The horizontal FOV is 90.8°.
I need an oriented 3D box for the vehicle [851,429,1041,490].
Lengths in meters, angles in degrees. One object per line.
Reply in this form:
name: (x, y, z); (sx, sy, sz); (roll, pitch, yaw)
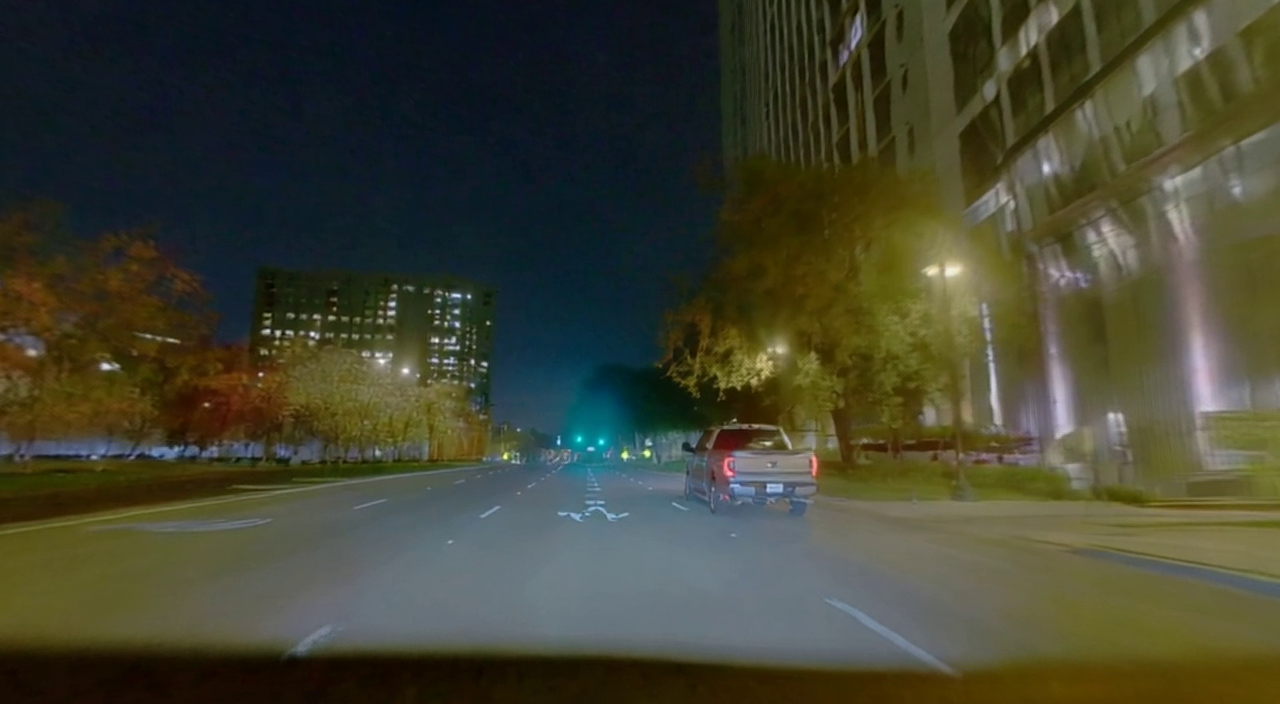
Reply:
vehicle: (14.107, 5.043, 29.483); (7.551, 2.142, 2.896); (5, -10, -5)

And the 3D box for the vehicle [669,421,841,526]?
vehicle: (2.296, 2.680, 14.689); (2.402, 1.922, 5.677); (1, -8, -6)
